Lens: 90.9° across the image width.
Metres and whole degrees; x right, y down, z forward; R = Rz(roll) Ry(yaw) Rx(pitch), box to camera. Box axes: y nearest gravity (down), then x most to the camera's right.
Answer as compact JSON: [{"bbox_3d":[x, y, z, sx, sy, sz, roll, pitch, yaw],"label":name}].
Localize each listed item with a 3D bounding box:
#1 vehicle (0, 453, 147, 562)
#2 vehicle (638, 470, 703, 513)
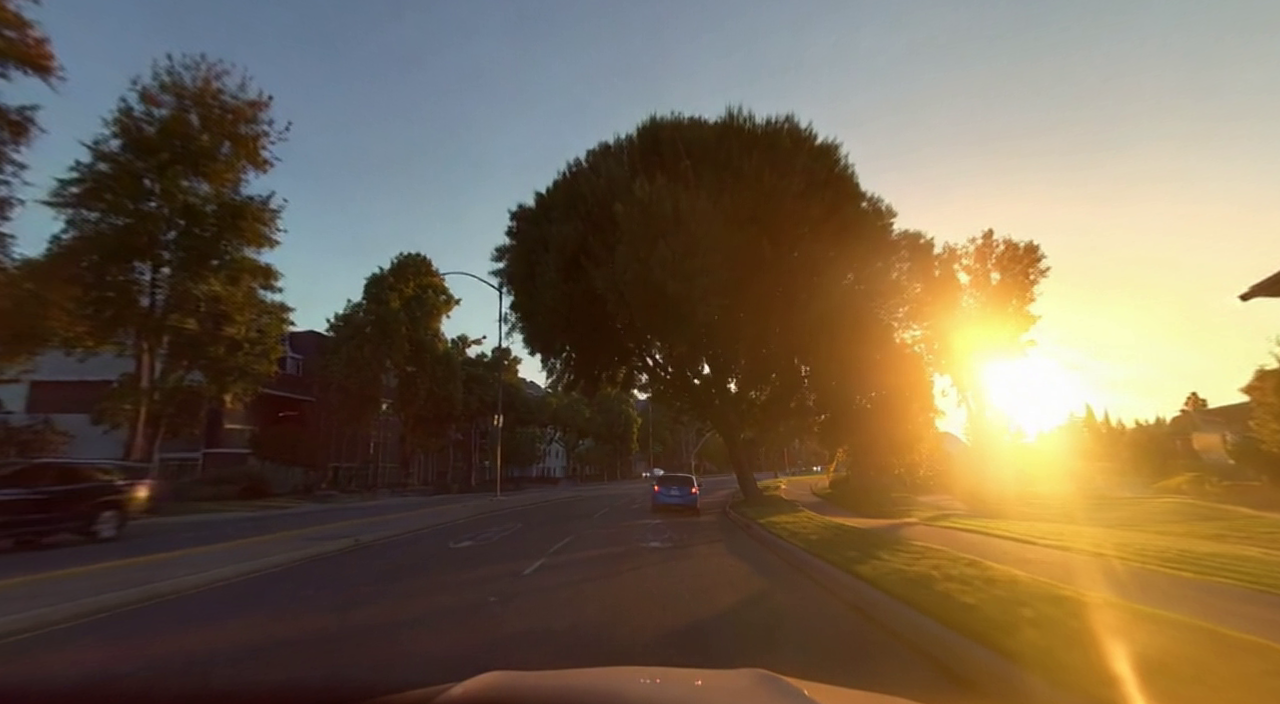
[{"bbox_3d":[-11.437,2.678,10.758,2.066,1.744,4.771,-4,-10,2],"label":"vehicle"},{"bbox_3d":[1.192,4.778,21.986,1.972,1.250,5.282,-1,-10,6],"label":"vehicle"}]
